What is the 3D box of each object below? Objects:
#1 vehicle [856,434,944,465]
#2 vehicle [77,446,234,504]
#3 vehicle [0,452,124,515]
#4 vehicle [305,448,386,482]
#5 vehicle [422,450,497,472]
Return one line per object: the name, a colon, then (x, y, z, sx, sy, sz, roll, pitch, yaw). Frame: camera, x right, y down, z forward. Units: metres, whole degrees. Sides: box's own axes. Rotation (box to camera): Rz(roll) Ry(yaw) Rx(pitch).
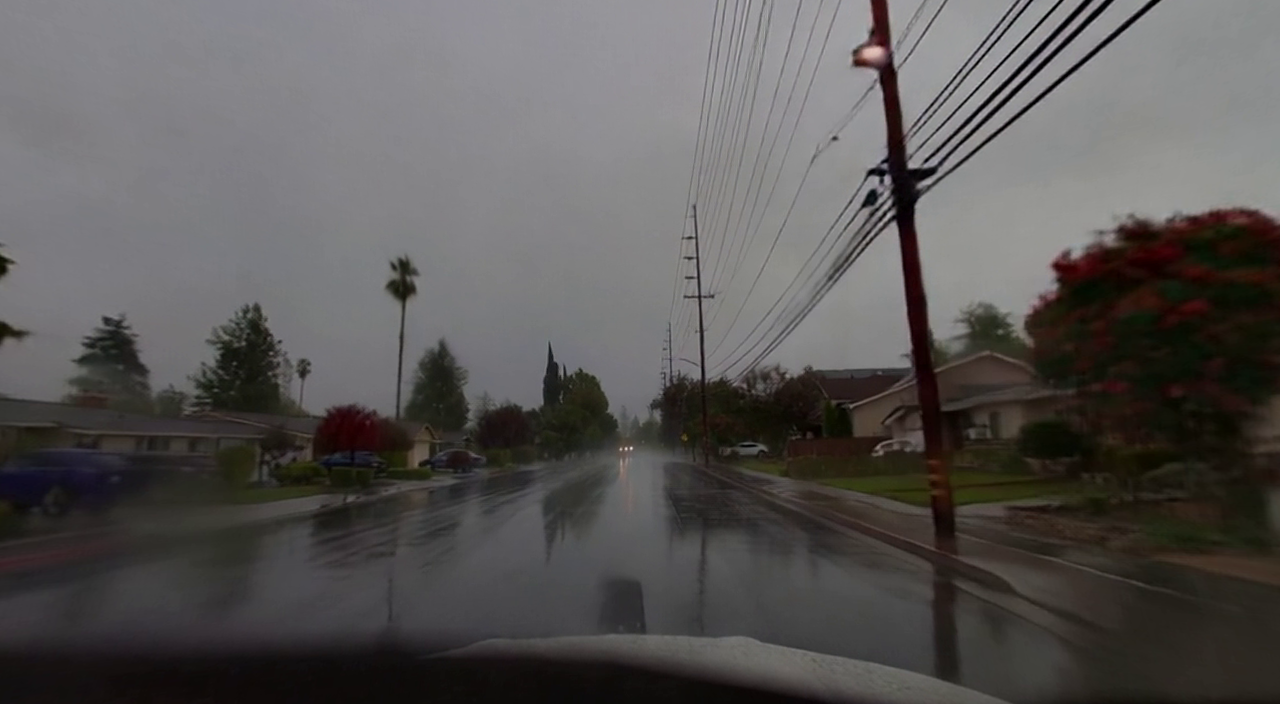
vehicle: (14.551, 5.469, 35.485, 4.078, 1.516, 1.798, -3, -9, 3)
vehicle: (-15.542, 3.940, 20.314, 4.265, 1.583, 1.913, -6, -9, 19)
vehicle: (-16.799, 3.422, 16.715, 4.519, 1.508, 2.018, 0, -9, 1)
vehicle: (-15.264, 5.867, 33.088, 1.816, 1.614, 4.866, 0, -8, 1)
vehicle: (-12.666, 7.673, 44.463, 4.718, 1.454, 1.843, -1, -9, 6)
